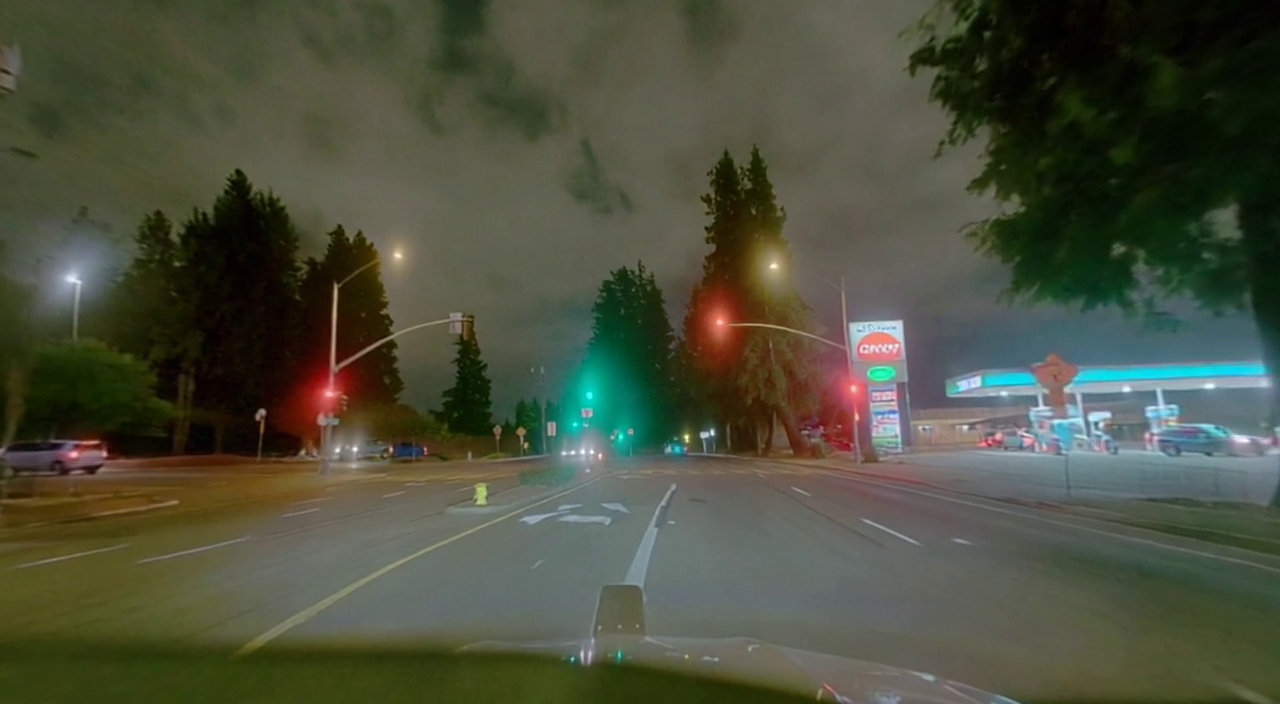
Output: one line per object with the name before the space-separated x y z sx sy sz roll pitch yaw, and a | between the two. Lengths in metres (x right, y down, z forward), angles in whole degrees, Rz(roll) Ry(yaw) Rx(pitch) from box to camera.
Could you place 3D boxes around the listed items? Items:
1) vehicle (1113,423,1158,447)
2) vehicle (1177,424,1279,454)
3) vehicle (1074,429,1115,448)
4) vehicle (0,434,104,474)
vehicle | 36.931 6.193 47.049 3.928 1.684 1.912 8 -12 -43
vehicle | 30.493 4.444 32.159 1.885 1.446 4.469 7 -11 -41
vehicle | 34.826 6.635 48.320 3.931 1.422 1.771 8 -12 -44
vehicle | -31.586 5.384 33.475 4.847 1.872 2.114 -4 -7 9
